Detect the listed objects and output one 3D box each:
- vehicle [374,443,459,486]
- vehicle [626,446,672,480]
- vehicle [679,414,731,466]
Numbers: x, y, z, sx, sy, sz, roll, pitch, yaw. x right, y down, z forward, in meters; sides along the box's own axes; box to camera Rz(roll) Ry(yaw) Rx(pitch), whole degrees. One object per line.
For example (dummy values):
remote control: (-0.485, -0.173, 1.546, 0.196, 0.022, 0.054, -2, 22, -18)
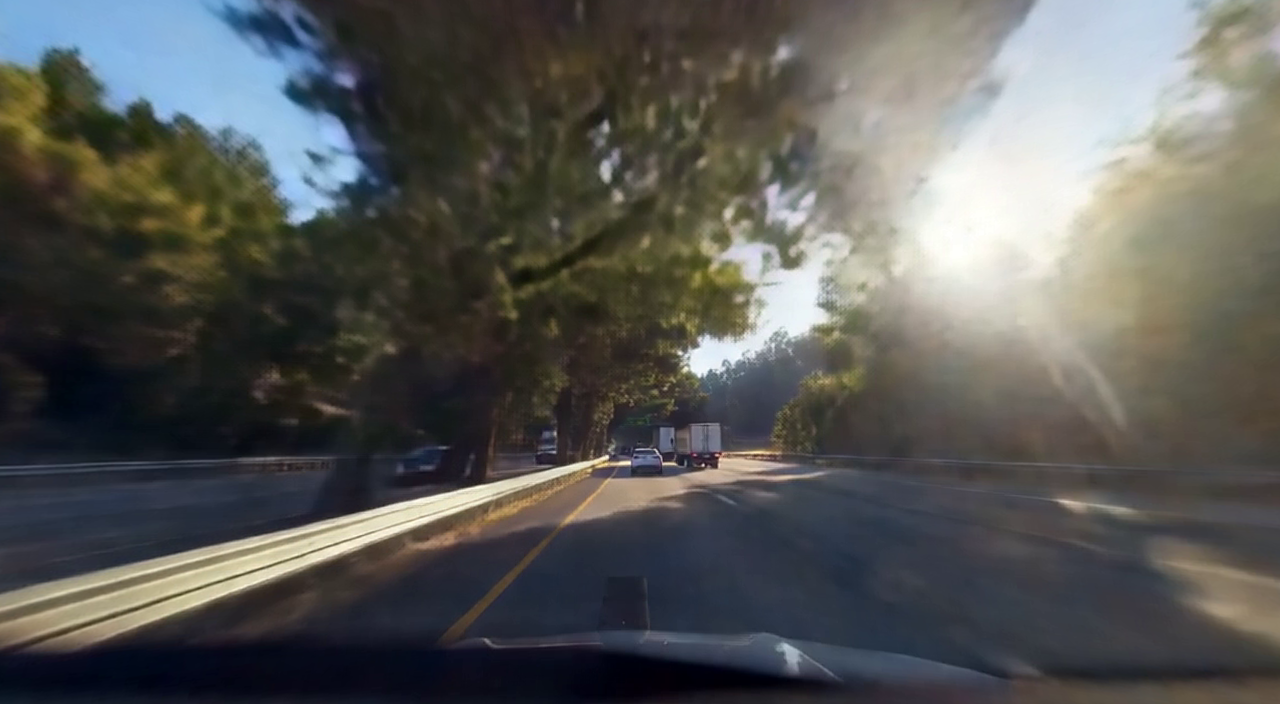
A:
vehicle: (-8.601, 4.353, 24.697, 1.834, 1.488, 4.253, 0, -9, -1)
vehicle: (0.402, 5.310, 30.445, 2.069, 1.523, 4.012, 0, -9, 0)
vehicle: (4.319, 6.092, 43.349, 2.600, 3.282, 7.635, 0, -9, -1)
